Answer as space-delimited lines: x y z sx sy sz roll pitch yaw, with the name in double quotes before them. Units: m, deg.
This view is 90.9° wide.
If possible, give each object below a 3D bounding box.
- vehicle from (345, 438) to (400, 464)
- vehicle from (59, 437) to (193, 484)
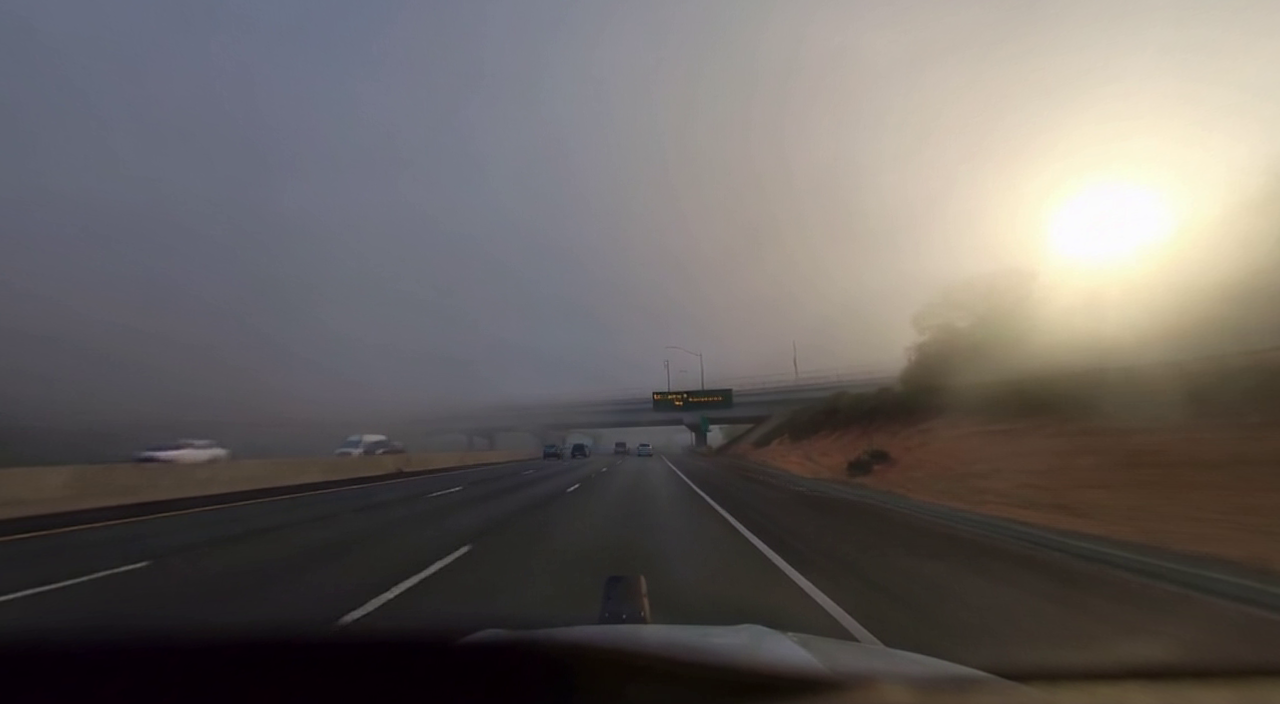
"vehicle" -16.180 6.010 38.331 1.716 1.450 3.496 0 -8 1
"vehicle" -16.697 3.521 20.710 1.529 1.390 3.336 0 -8 1
